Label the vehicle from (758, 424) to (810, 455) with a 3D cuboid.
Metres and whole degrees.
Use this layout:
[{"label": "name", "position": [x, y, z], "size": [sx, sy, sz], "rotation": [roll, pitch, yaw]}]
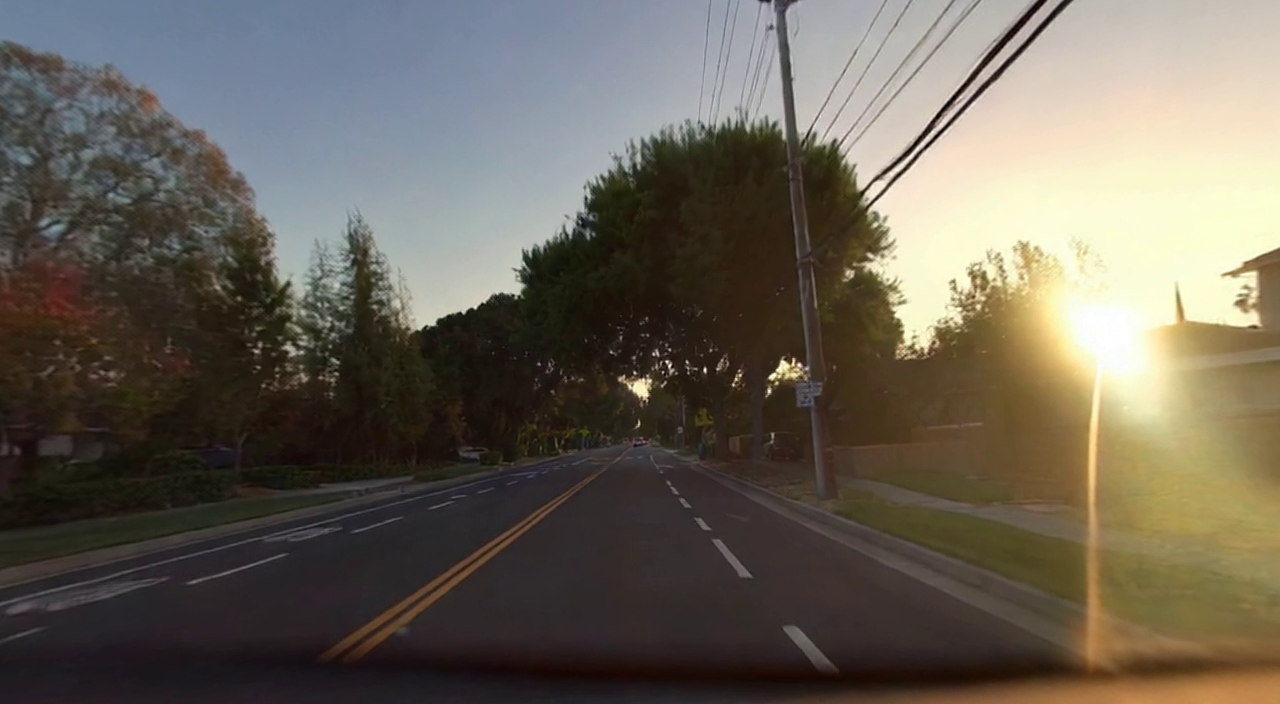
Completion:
[{"label": "vehicle", "position": [9.641, 5.926, 42.788], "size": [2.102, 1.822, 4.802], "rotation": [-4, -8, -3]}]
